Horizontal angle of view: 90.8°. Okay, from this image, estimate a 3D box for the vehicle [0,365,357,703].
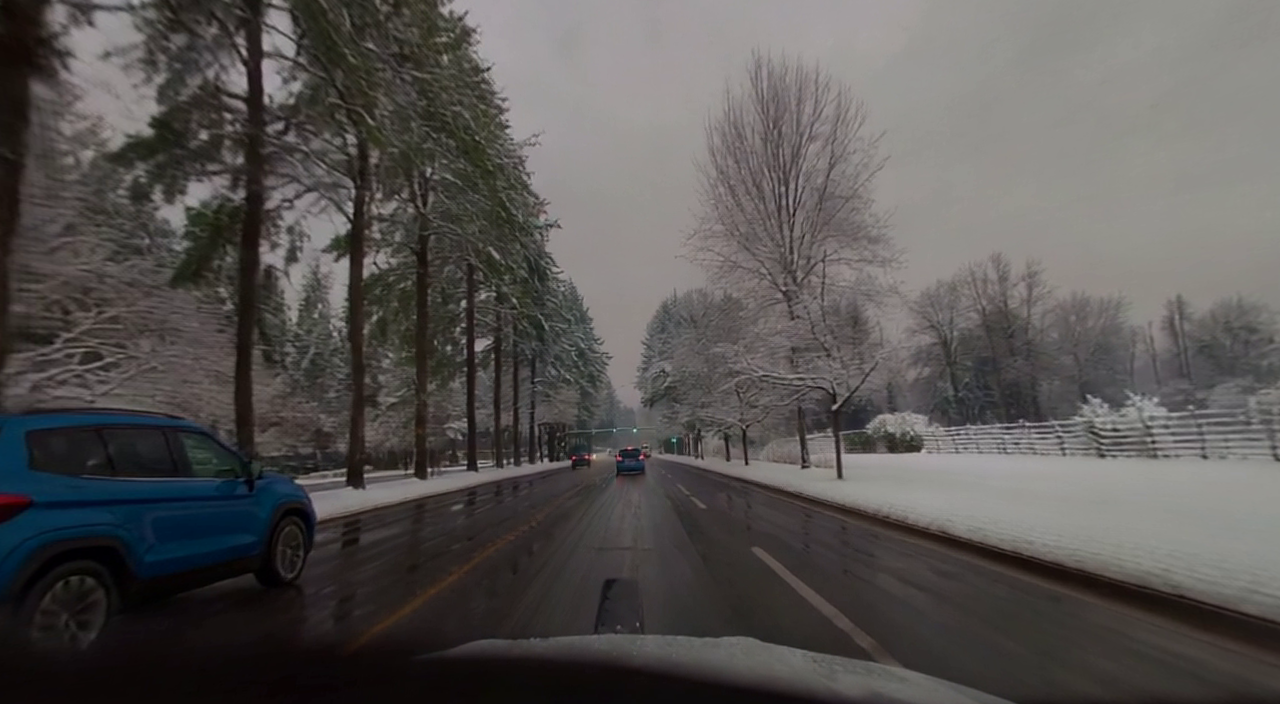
[{"bbox_3d":[-4.048,1.176,4.599,1.860,1.741,4.479,0,-9,0],"label":"vehicle"}]

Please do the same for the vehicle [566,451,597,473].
[{"bbox_3d":[-4.239,8.025,46.255,1.936,1.538,4.016,0,-9,0],"label":"vehicle"}]

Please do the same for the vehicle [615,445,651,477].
[{"bbox_3d":[-0.416,6.451,37.701,2.018,1.769,3.897,0,-9,0],"label":"vehicle"}]
